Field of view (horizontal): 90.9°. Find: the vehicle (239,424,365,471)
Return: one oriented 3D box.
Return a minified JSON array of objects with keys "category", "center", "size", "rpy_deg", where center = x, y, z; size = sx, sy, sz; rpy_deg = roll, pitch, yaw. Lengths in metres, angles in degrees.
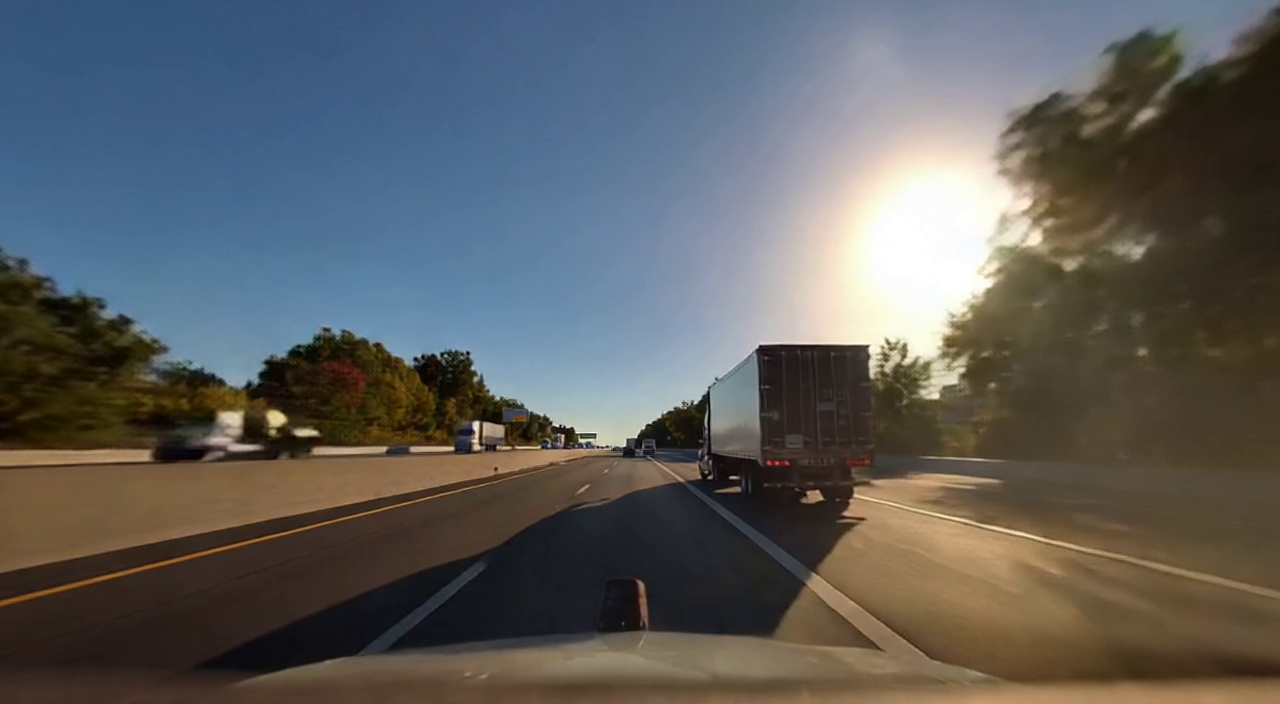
[{"category":"vehicle","center":[-12.402,3.553,23.544],"size":[2.187,1.567,4.527],"rpy_deg":[0,-9,0]}]

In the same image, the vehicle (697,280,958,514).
[{"category":"vehicle","center":[3.969,1.800,18.429],"size":[3.323,4.262,14.056],"rpy_deg":[0,-9,0]}]

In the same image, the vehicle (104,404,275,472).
[{"category":"vehicle","center":[-15.919,3.137,22.747],"size":[2.397,2.171,4.968],"rpy_deg":[0,-9,0]}]
